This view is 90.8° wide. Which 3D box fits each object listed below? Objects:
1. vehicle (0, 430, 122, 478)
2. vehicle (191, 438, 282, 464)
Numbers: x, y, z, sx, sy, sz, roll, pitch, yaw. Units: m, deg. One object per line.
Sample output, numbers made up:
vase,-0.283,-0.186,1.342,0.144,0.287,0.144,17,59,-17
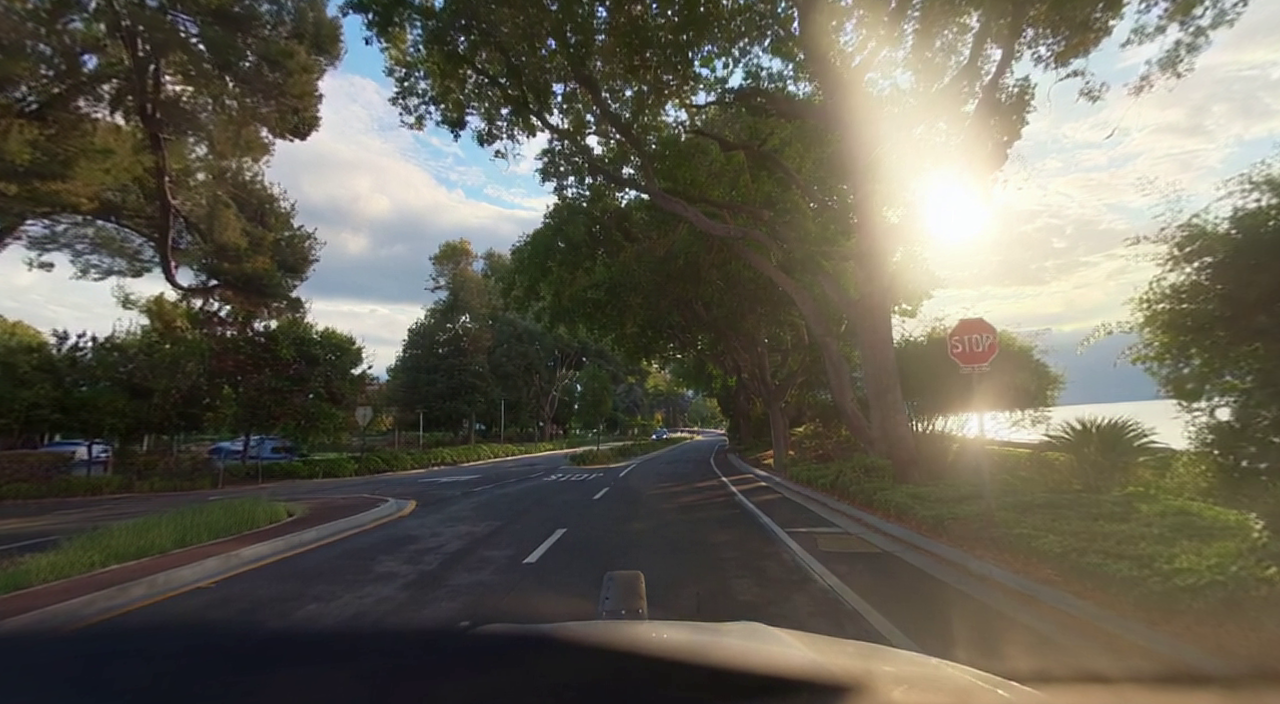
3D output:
vehicle,-28.346,4.935,30.717,4.733,1.892,1.939,-4,-4,2
vehicle,-23.934,5.898,37.561,4.007,1.459,1.952,0,-10,0
